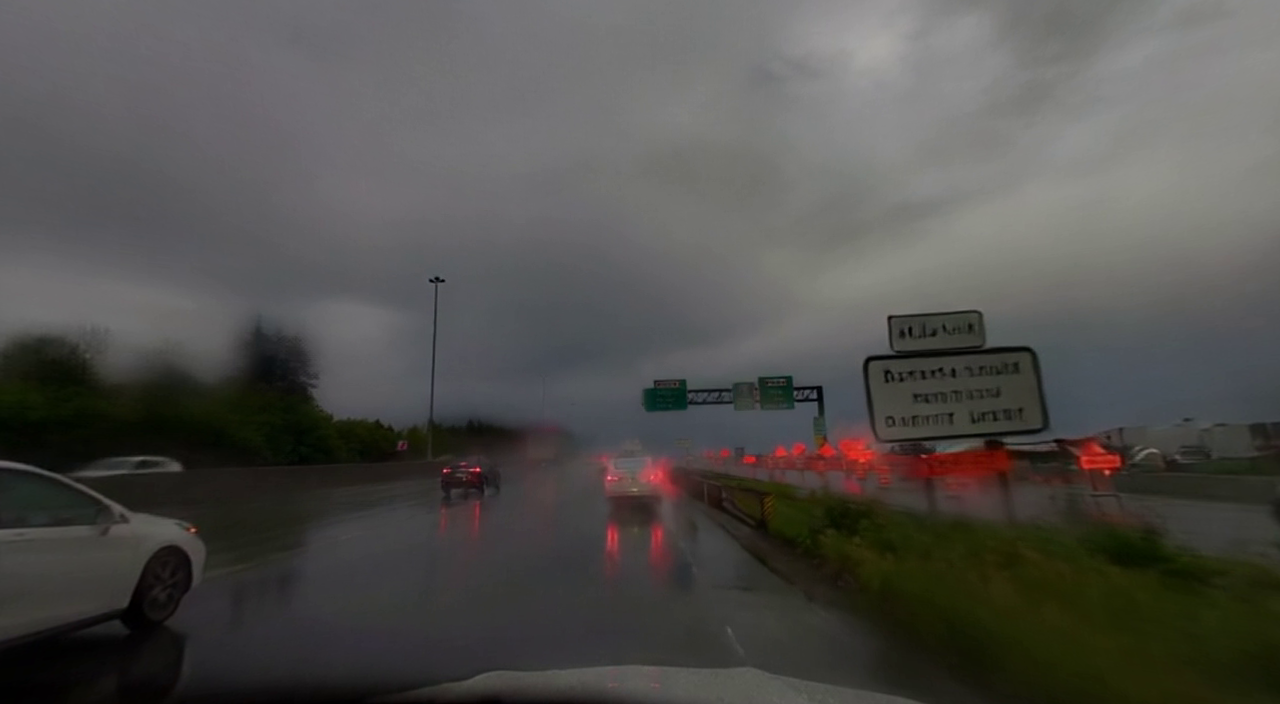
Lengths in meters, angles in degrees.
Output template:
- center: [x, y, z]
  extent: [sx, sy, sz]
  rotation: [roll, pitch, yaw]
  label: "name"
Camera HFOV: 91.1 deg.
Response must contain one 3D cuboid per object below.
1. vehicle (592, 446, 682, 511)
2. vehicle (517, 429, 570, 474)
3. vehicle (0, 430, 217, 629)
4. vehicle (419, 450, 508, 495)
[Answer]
- center: [-0.103, 3.206, 16.363]
  extent: [2.080, 1.451, 3.512]
  rotation: [0, -9, -1]
  label: "vehicle"
- center: [-6.189, 6.516, 41.222]
  extent: [2.326, 2.645, 6.249]
  rotation: [-1, -9, 2]
  label: "vehicle"
- center: [-5.769, 1.363, 4.868]
  extent: [1.892, 1.481, 4.573]
  rotation: [0, -9, -2]
  label: "vehicle"
- center: [-6.172, 4.236, 22.481]
  extent: [2.063, 1.417, 4.000]
  rotation: [0, -9, -1]
  label: "vehicle"
